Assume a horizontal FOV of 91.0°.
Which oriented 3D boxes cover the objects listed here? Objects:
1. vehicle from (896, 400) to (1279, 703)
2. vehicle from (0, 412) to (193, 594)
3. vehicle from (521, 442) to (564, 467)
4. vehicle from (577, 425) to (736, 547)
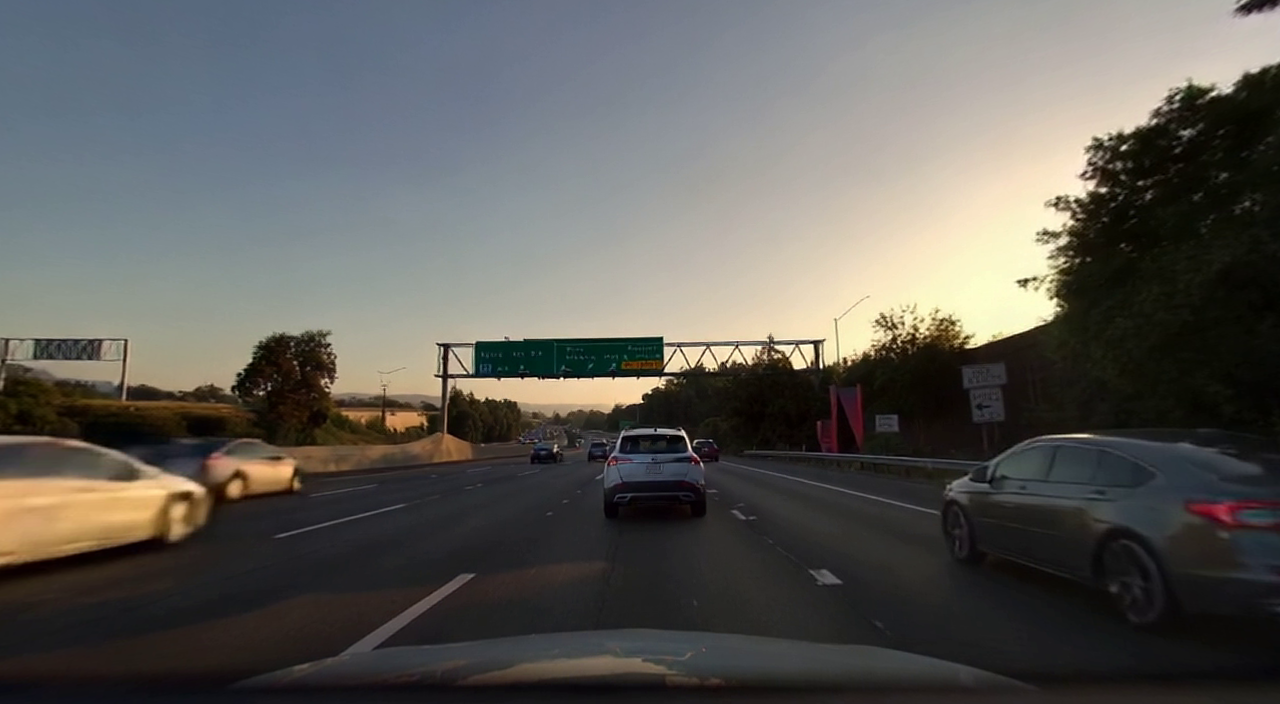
[{"bbox_3d":[4.055,1.307,5.114,2.002,1.499,4.710,0,-9,0],"label":"vehicle"},{"bbox_3d":[-6.918,1.389,5.802,2.127,1.644,4.631,0,-9,1],"label":"vehicle"},{"bbox_3d":[-6.453,6.877,42.284,2.035,1.558,4.773,0,-9,2],"label":"vehicle"},{"bbox_3d":[0.222,2.024,10.116,2.044,1.554,3.824,0,-9,0],"label":"vehicle"}]
